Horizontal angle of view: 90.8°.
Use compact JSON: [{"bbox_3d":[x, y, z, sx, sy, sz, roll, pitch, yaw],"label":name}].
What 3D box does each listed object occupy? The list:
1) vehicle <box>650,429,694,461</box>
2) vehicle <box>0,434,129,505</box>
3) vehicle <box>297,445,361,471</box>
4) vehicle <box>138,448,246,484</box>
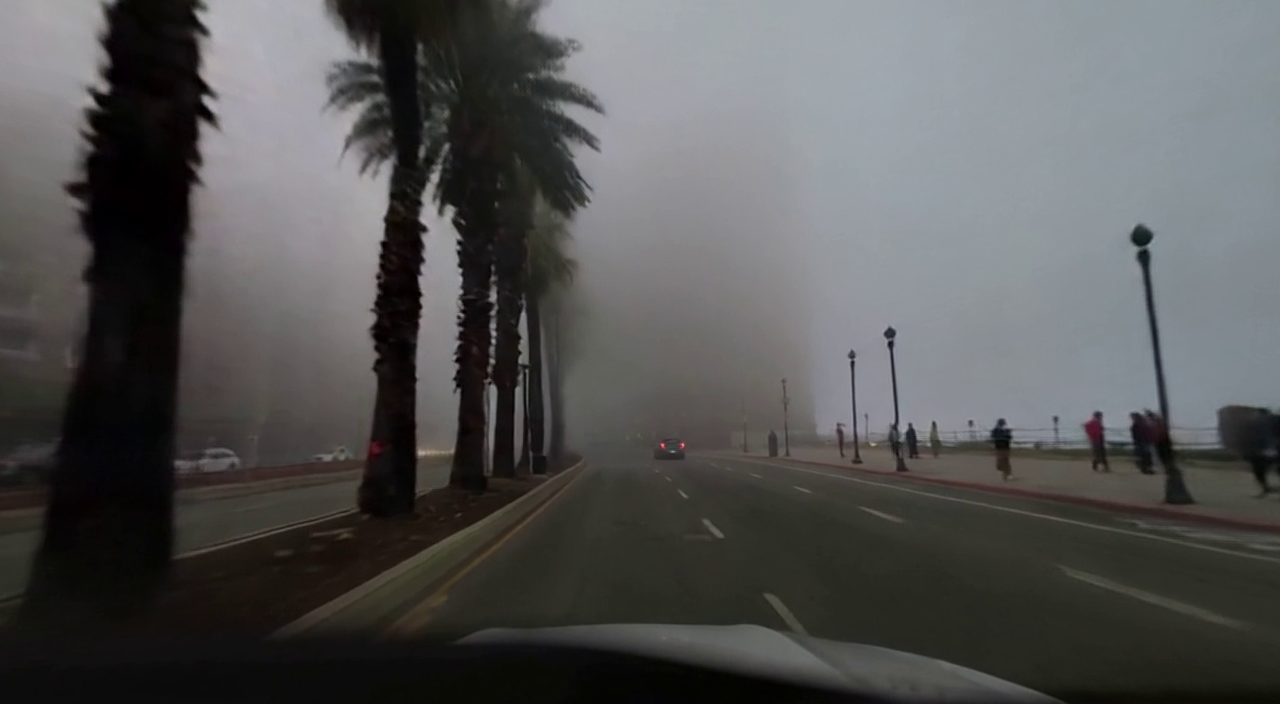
[{"bbox_3d":[2.027,6.295,42.739,2.284,2.010,6.670,0,-8,-3],"label":"vehicle"},{"bbox_3d":[-18.359,3.453,18.950,2.136,1.890,4.670,0,-8,-1],"label":"vehicle"},{"bbox_3d":[-22.052,7.487,44.990,2.285,1.689,4.968,0,-8,-4],"label":"vehicle"},{"bbox_3d":[-21.816,5.533,31.044,1.866,1.553,4.835,0,-8,-1],"label":"vehicle"}]
